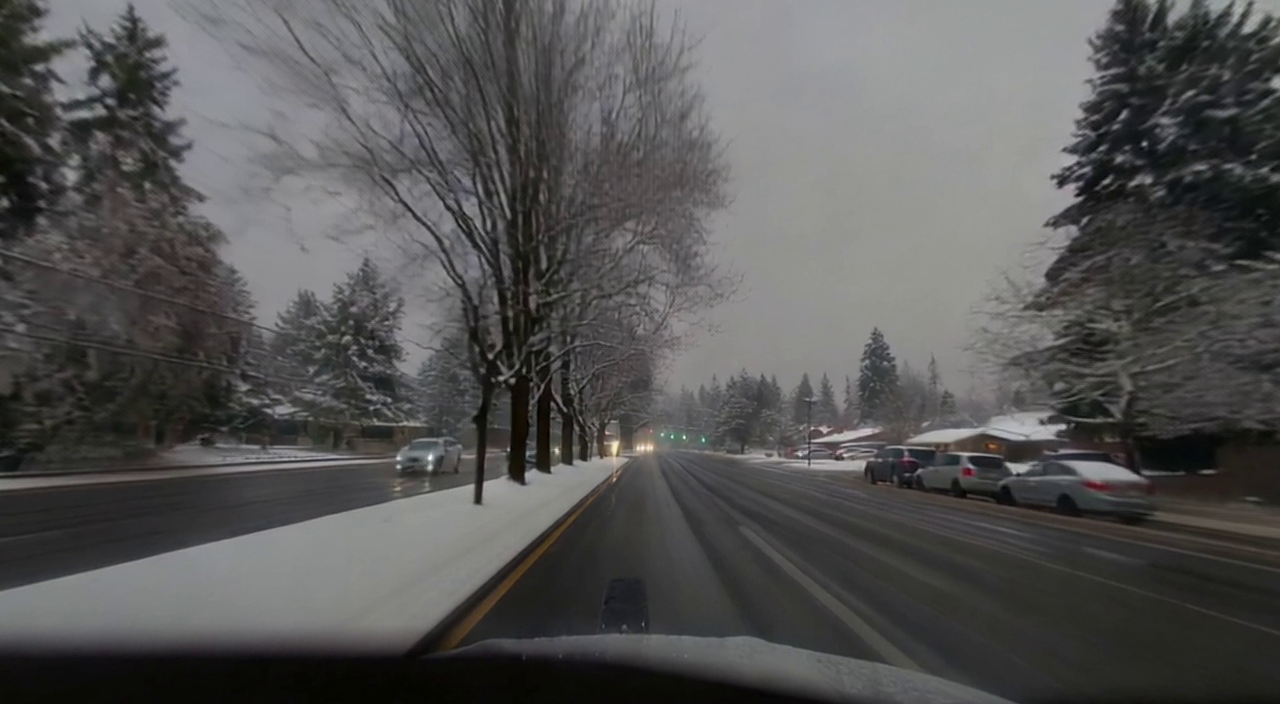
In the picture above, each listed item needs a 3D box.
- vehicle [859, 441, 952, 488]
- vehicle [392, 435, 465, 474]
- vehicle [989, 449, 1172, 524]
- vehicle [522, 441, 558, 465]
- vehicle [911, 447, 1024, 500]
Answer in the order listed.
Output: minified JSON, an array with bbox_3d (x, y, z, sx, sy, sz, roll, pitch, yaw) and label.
[{"bbox_3d":[11.844,4.999,28.552,2.178,1.858,4.726,2,-8,0],"label":"vehicle"},{"bbox_3d":[-10.983,5.343,33.196,2.176,1.896,4.800,0,-8,0],"label":"vehicle"},{"bbox_3d":[11.571,3.491,16.986,2.061,1.575,4.098,4,-8,1],"label":"vehicle"},{"bbox_3d":[-7.136,7.214,45.345,1.934,1.619,3.991,0,-8,0],"label":"vehicle"},{"bbox_3d":[11.667,4.297,22.783,1.869,1.522,4.295,4,-8,1],"label":"vehicle"}]
